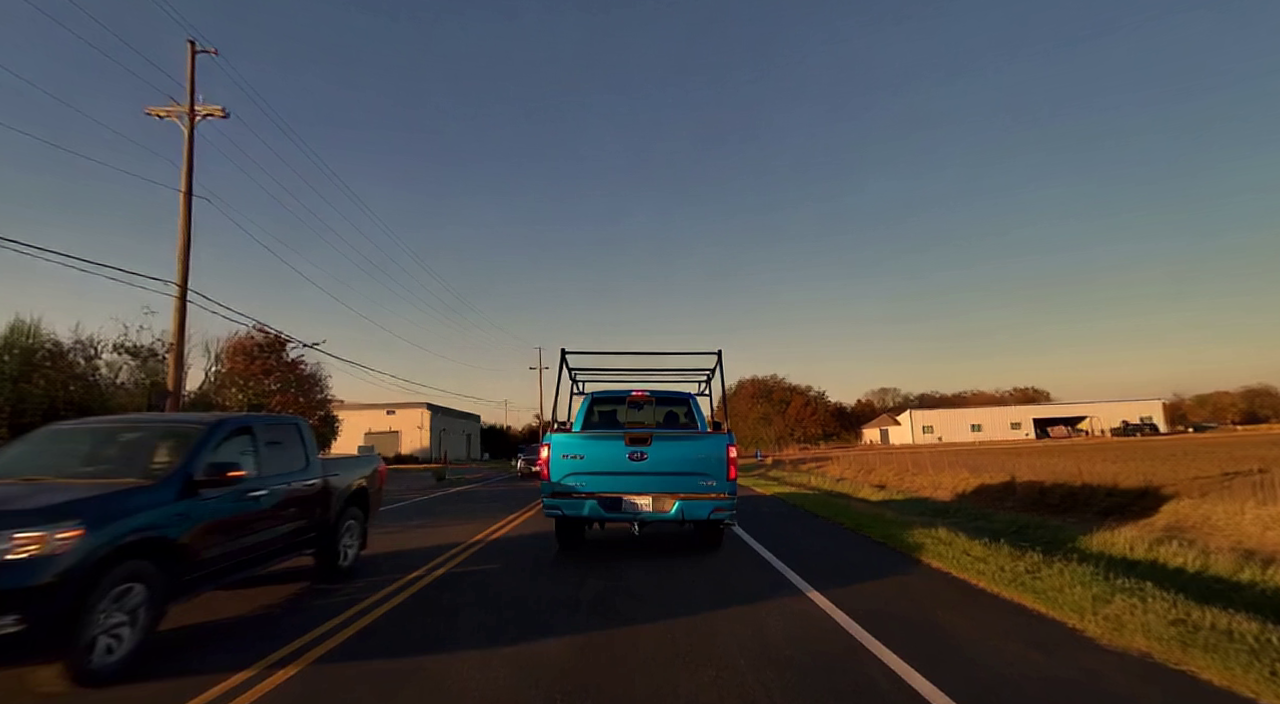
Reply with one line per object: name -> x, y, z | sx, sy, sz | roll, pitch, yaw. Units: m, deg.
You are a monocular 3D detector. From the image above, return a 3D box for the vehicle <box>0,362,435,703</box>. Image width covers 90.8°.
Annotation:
vehicle -> -3.726, 1.269, 5.477 | 2.278, 1.745, 4.766 | 0, -8, 0

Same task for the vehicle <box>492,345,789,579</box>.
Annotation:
vehicle -> -0.073, 1.615, 9.981 | 2.912, 2.320, 7.292 | 0, -8, -1
